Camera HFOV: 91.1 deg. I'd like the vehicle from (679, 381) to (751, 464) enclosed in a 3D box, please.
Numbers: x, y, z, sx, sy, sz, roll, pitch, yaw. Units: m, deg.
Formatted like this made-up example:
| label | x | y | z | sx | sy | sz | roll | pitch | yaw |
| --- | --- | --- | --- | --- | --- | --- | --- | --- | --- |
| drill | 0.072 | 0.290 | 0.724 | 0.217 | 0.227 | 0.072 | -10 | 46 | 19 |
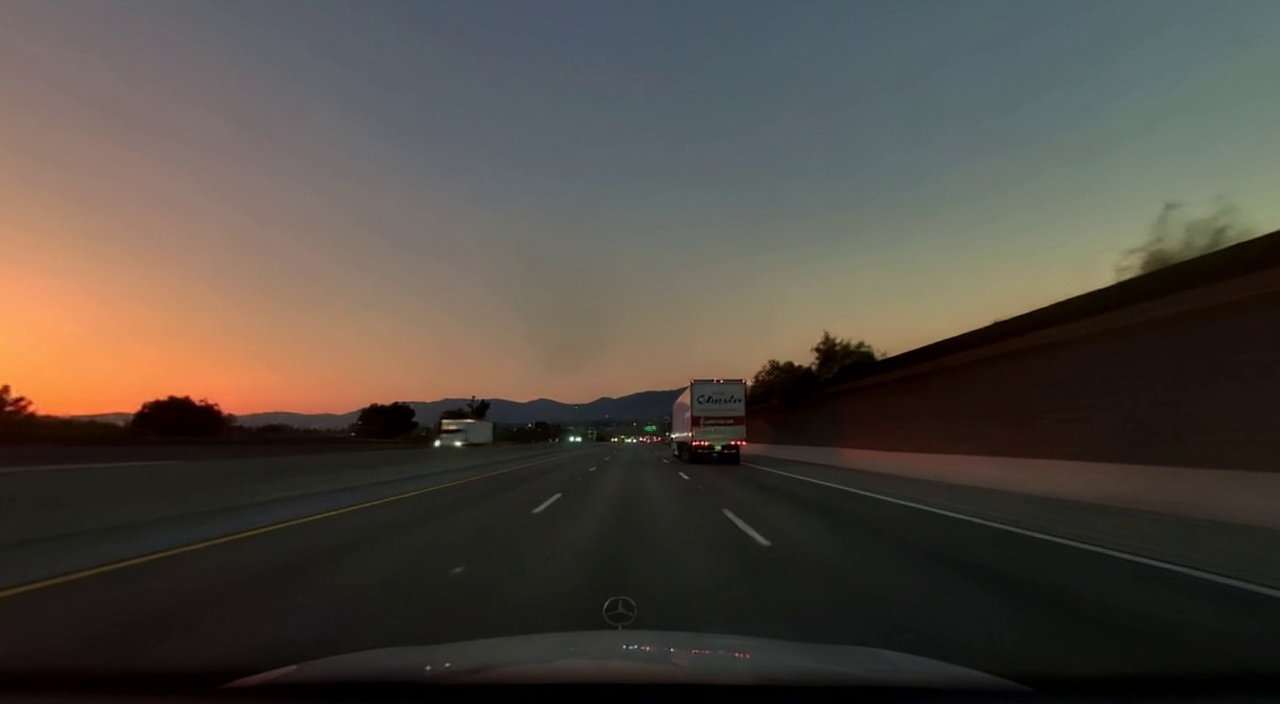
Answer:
| label | x | y | z | sx | sy | sz | roll | pitch | yaw |
| --- | --- | --- | --- | --- | --- | --- | --- | --- | --- |
| vehicle | 3.856 | 3.991 | 34.512 | 2.840 | 3.947 | 8.920 | 0 | -8 | 0 |
